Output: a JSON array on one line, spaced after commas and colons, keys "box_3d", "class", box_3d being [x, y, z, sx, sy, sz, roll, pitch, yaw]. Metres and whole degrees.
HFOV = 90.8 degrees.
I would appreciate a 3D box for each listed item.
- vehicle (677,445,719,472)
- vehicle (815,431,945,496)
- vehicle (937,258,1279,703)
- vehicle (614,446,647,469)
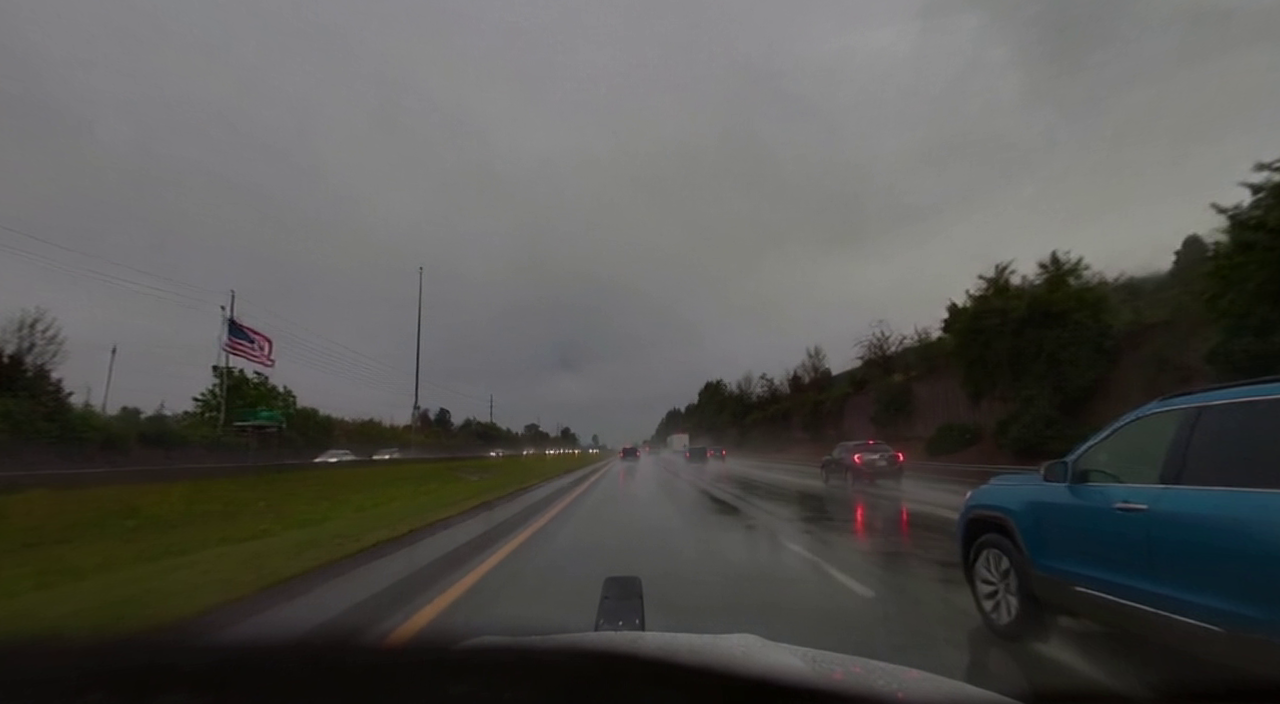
[{"box_3d": [3.339, 6.251, 37.272, 1.978, 1.488, 4.252, 0, -8, -2], "class": "vehicle"}, {"box_3d": [7.323, 3.443, 19.938, 2.114, 1.800, 4.779, 0, -8, -1], "class": "vehicle"}, {"box_3d": [3.675, 0.593, 1.986, 2.461, 2.013, 6.075, 0, -8, -1], "class": "vehicle"}, {"box_3d": [-0.602, 6.922, 41.719, 2.085, 1.449, 3.860, 0, -8, -1], "class": "vehicle"}]
